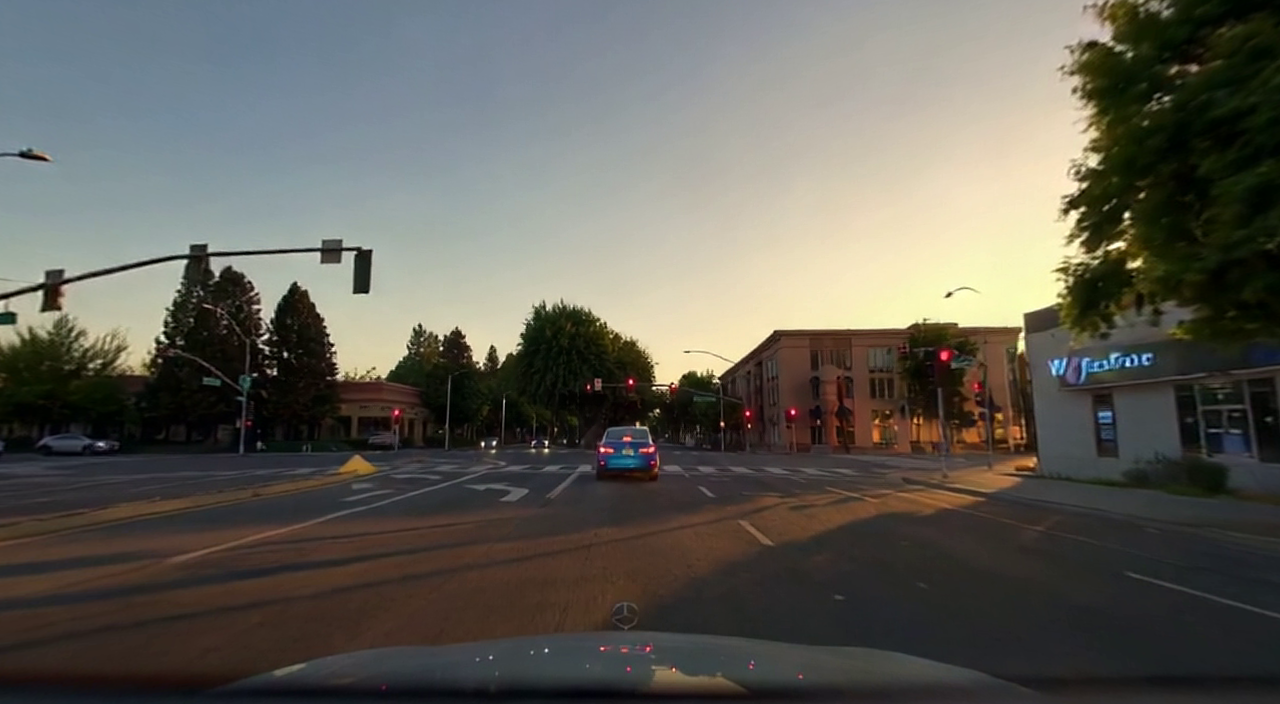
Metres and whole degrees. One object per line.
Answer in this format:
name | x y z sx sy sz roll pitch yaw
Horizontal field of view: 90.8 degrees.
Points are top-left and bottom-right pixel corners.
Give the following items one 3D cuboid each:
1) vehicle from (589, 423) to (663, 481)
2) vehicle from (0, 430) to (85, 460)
vehicle | -0.435 3.078 19.733 2.066 1.618 3.922 0 -8 -1
vehicle | -36.376 5.511 37.461 4.912 1.731 2.022 0 -8 -1
